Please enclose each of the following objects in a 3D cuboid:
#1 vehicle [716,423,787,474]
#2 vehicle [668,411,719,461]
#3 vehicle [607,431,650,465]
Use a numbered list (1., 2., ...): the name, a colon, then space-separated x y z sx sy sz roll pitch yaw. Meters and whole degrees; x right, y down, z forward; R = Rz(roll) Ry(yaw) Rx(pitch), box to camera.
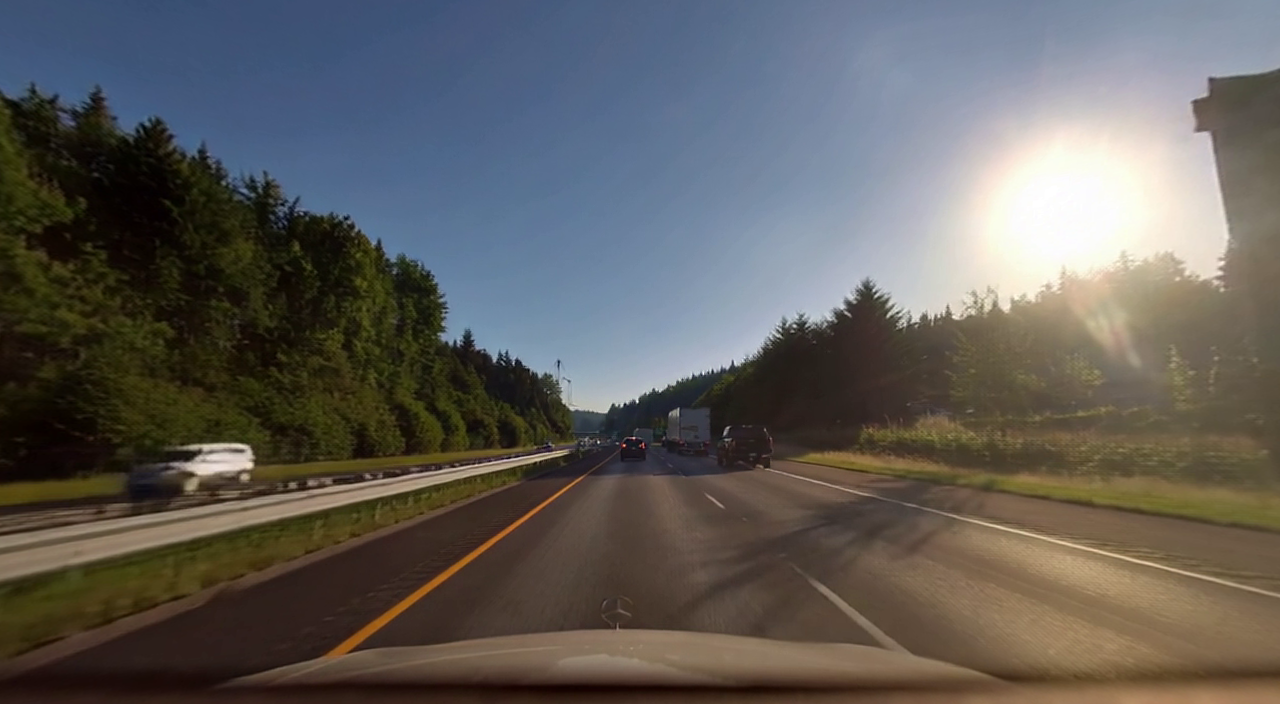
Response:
1. vehicle: 4.465 3.910 25.886 2.073 1.905 4.023 0 -8 -1
2. vehicle: 3.476 5.705 42.952 2.728 3.053 7.708 0 -8 0
3. vehicle: -0.603 5.175 34.258 2.206 1.681 4.111 0 -8 -1
